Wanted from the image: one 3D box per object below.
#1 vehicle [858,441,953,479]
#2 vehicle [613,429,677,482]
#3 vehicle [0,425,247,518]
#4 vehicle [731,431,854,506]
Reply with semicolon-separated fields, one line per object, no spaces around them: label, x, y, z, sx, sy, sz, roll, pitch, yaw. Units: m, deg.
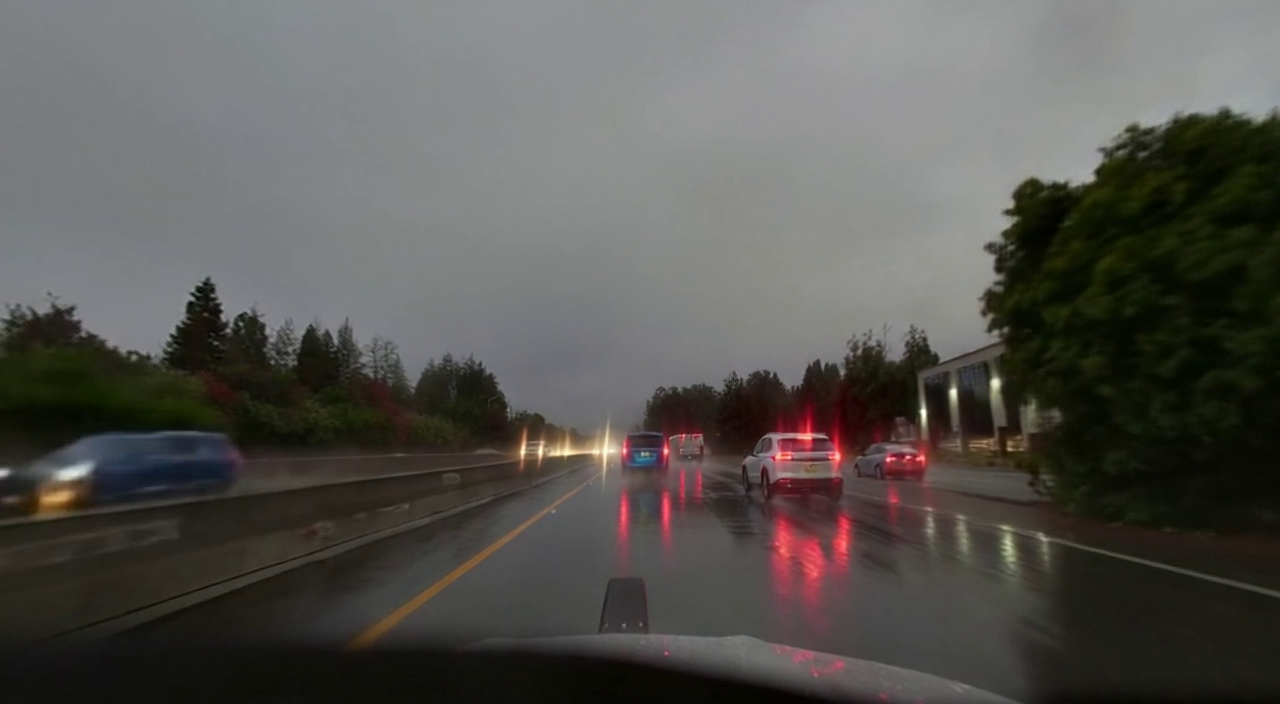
vehicle;10.969;4.481;26.483;2.027;1.446;4.470;0;-8;0
vehicle;0.201;4.064;25.026;2.290;1.862;4.454;0;-8;0
vehicle;-14.445;3.232;17.801;2.631;2.140;6.216;0;-8;0
vehicle;3.576;2.806;15.657;2.042;1.592;4.047;0;-8;0
